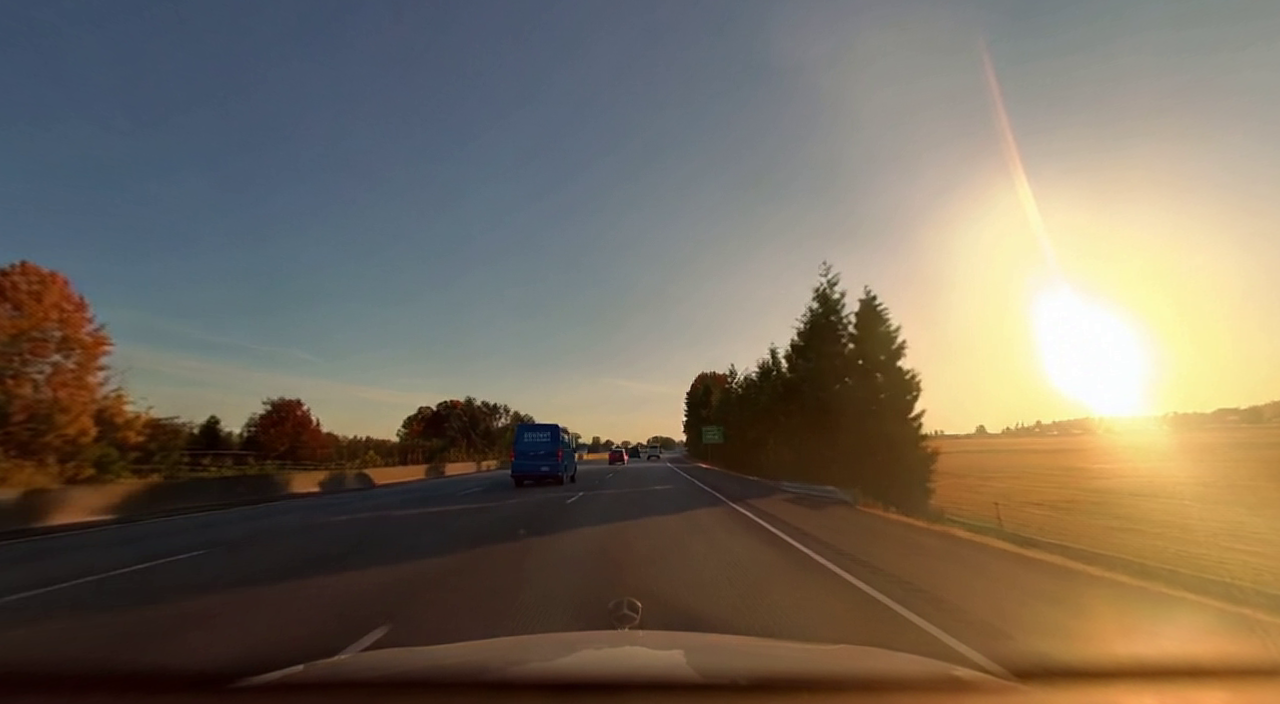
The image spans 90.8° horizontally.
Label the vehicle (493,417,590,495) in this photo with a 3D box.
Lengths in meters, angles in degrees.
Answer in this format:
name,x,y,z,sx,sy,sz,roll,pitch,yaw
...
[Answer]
name,x,y,z,sx,sy,sz,roll,pitch,yaw
vehicle,-3.193,3.551,21.780,2.360,2.367,5.223,0,-9,1
